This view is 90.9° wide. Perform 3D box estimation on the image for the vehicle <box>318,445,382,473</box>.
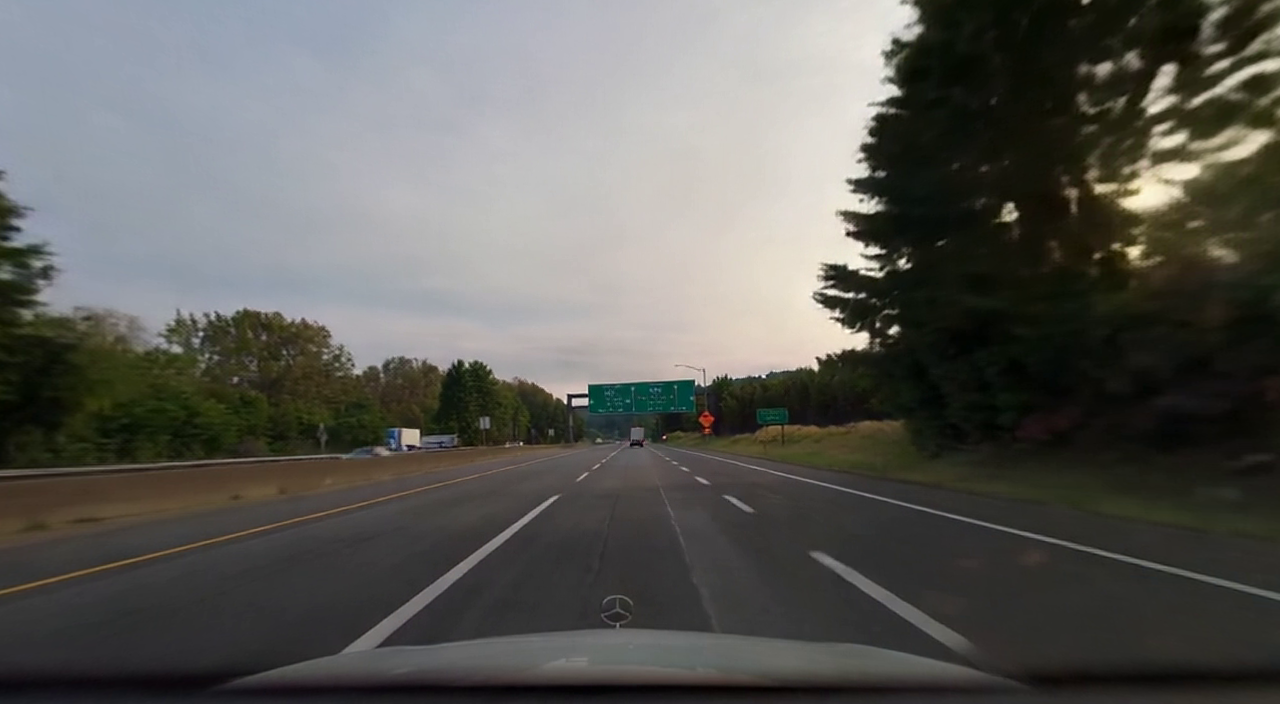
[{"bbox_3d":[-16.609,6.099,36.336,1.745,1.427,4.337,0,-8,-1],"label":"vehicle"}]
